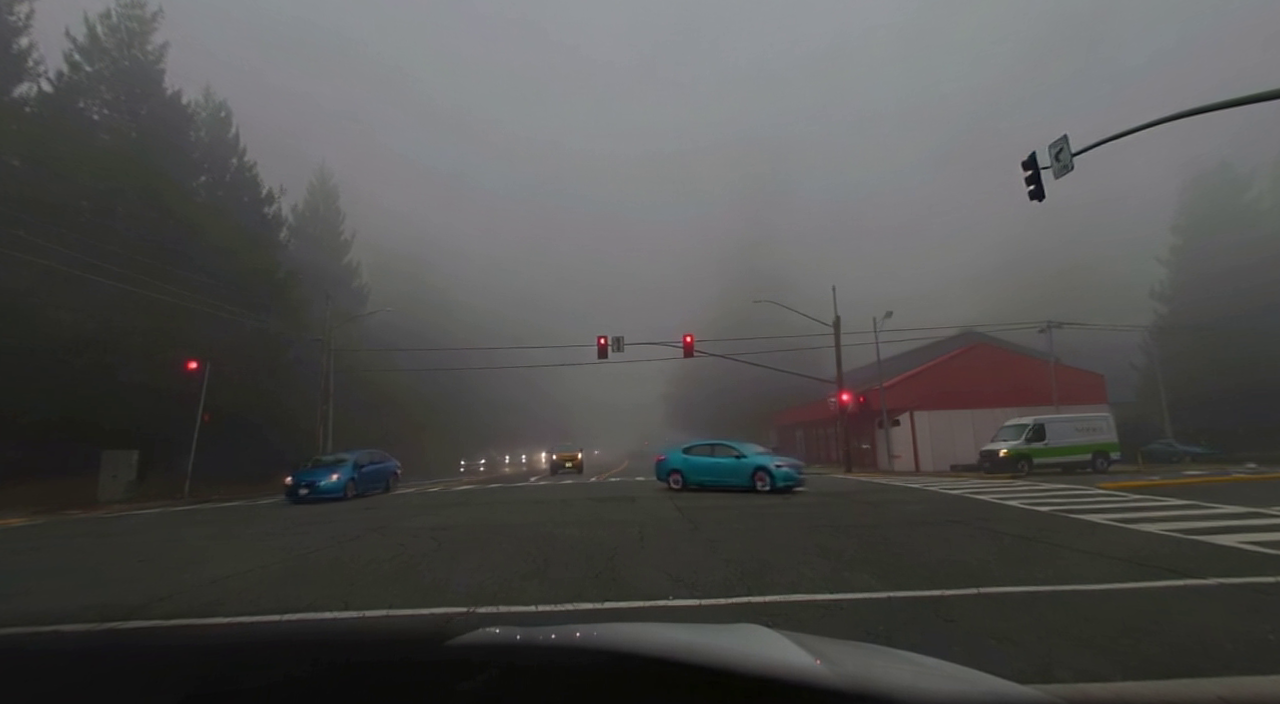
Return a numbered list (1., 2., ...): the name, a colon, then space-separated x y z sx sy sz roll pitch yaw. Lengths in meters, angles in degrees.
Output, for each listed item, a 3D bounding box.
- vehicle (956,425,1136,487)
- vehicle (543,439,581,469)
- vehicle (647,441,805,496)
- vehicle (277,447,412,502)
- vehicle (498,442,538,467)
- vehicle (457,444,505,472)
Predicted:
1. vehicle: 14.838 3.772 23.118 5.910 2.046 2.228 3 -9 -19
2. vehicle: -4.690 6.160 38.406 1.975 1.642 4.846 0 -8 -3
3. vehicle: 2.427 3.350 18.538 4.228 1.416 1.846 -7 -11 40
4. vehicle: -8.812 3.652 19.335 2.024 1.460 4.381 0 -9 0
5. vehicle: -8.672 7.351 45.451 2.087 1.718 4.700 0 -9 -2
6. vehicle: -8.886 5.957 35.610 1.779 1.460 4.463 0 -9 -4
